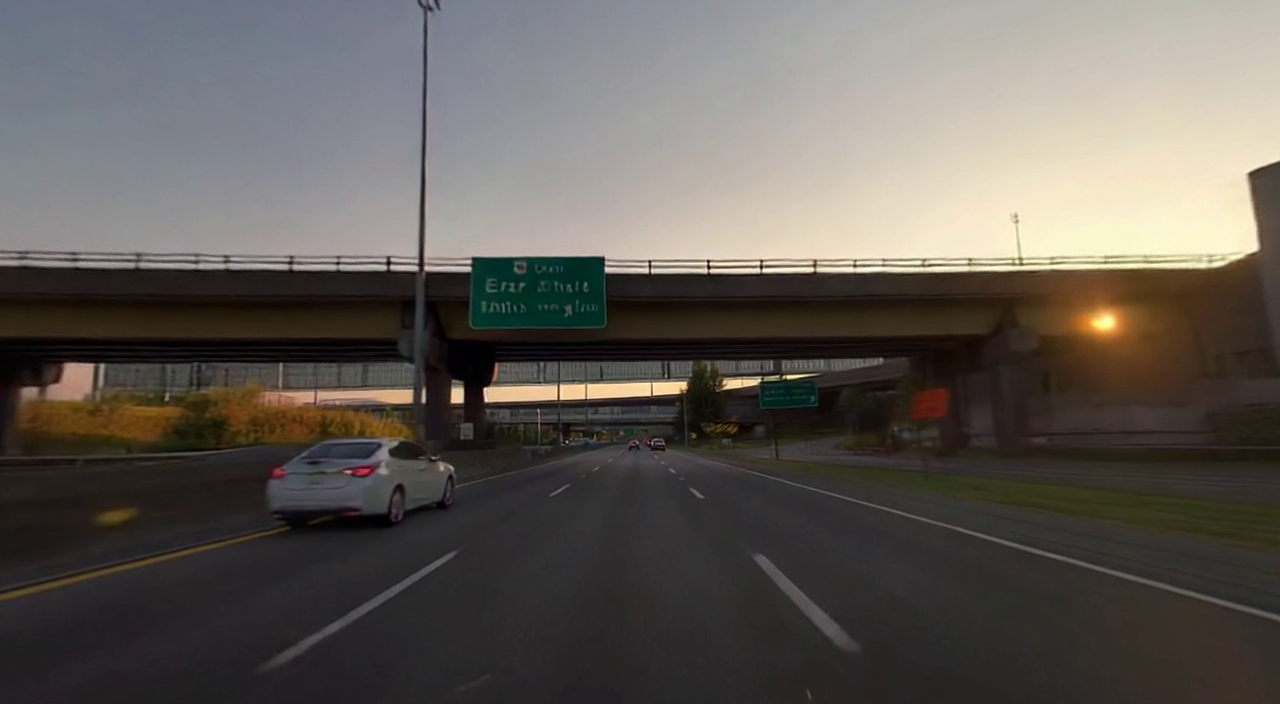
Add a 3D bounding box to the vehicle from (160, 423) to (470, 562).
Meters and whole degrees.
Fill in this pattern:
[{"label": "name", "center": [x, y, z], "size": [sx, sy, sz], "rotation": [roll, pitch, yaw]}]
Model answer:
[{"label": "vehicle", "center": [-4.041, 1.806, 8.935], "size": [1.934, 1.451, 4.544], "rotation": [0, -8, 1]}]
